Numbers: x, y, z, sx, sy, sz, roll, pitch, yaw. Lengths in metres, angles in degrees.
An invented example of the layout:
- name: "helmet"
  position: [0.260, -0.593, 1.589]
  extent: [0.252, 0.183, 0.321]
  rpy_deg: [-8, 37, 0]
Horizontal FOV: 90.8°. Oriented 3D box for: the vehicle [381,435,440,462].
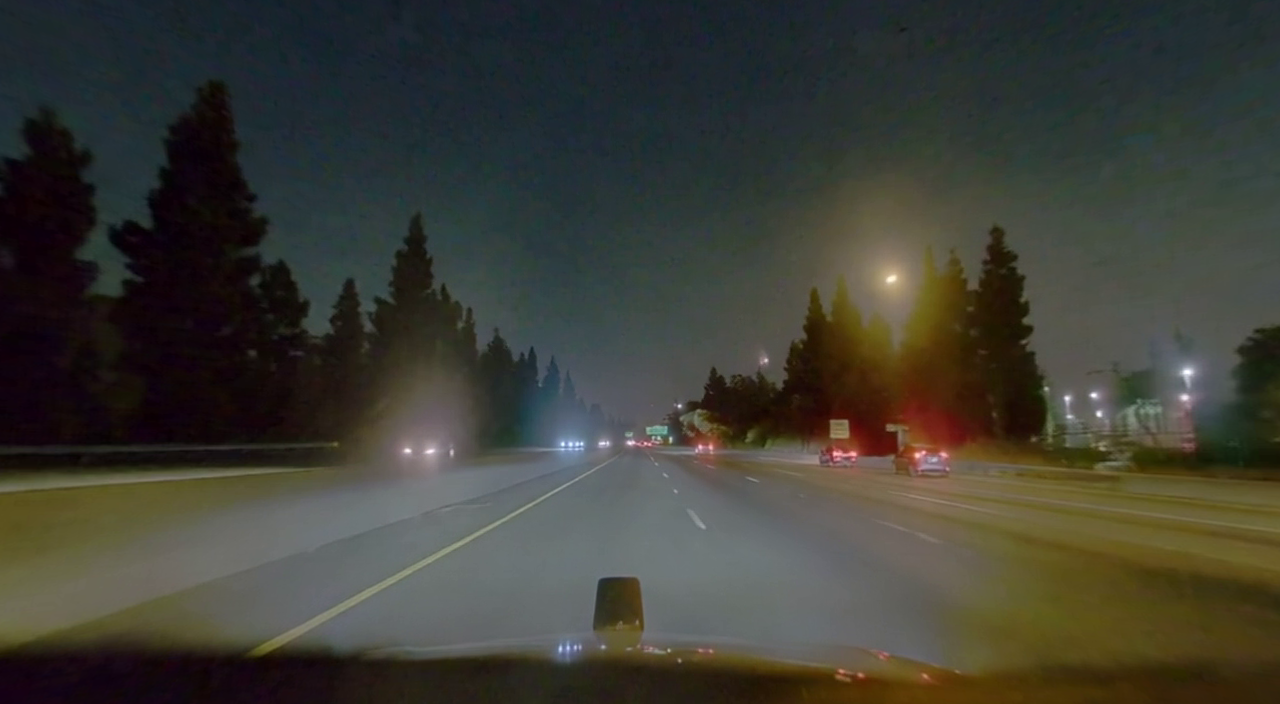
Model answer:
- name: "vehicle"
  position: [-13.469, 5.684, 37.320]
  extent: [1.881, 1.496, 4.351]
  rpy_deg: [0, -8, 0]
